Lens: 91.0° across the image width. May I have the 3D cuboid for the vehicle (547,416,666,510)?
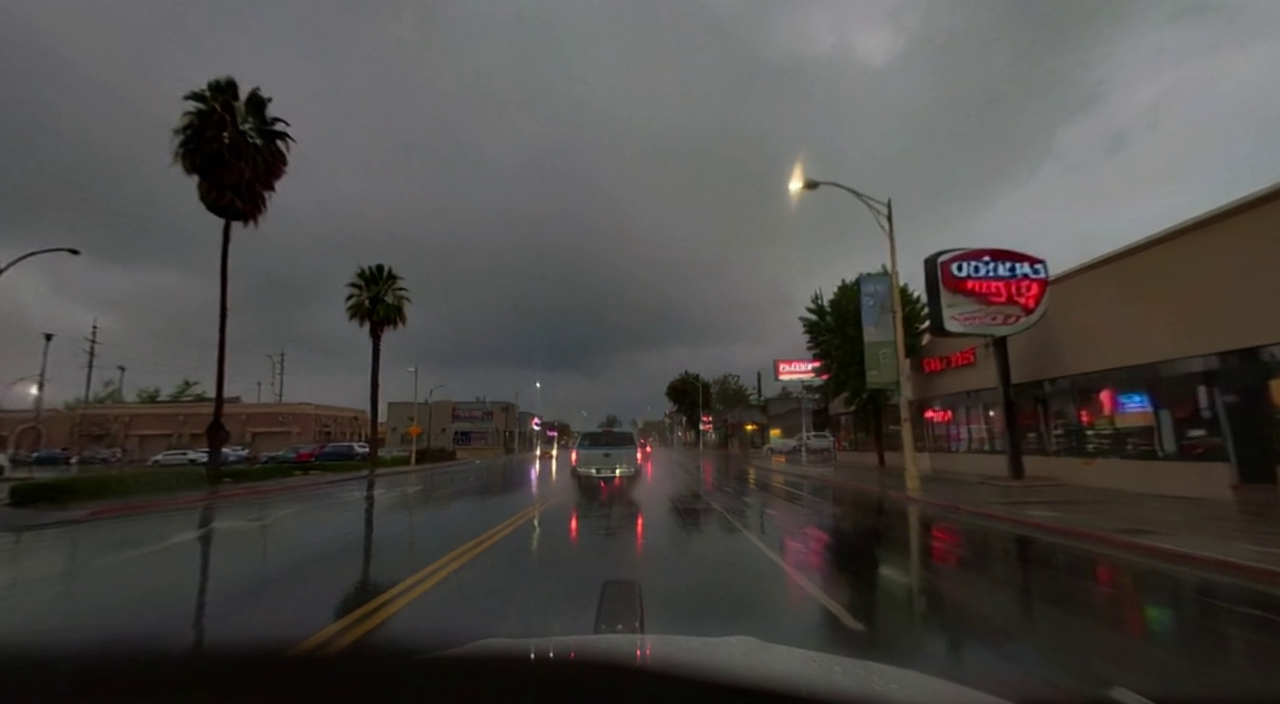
[{"bbox_3d":[-0.663,2.411,14.036,2.239,1.763,4.096,0,-9,-1],"label":"vehicle"}]

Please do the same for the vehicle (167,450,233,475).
[{"bbox_3d":[-29.578,7.399,42.471,2.172,1.504,4.669,3,-9,-17],"label":"vehicle"}]
